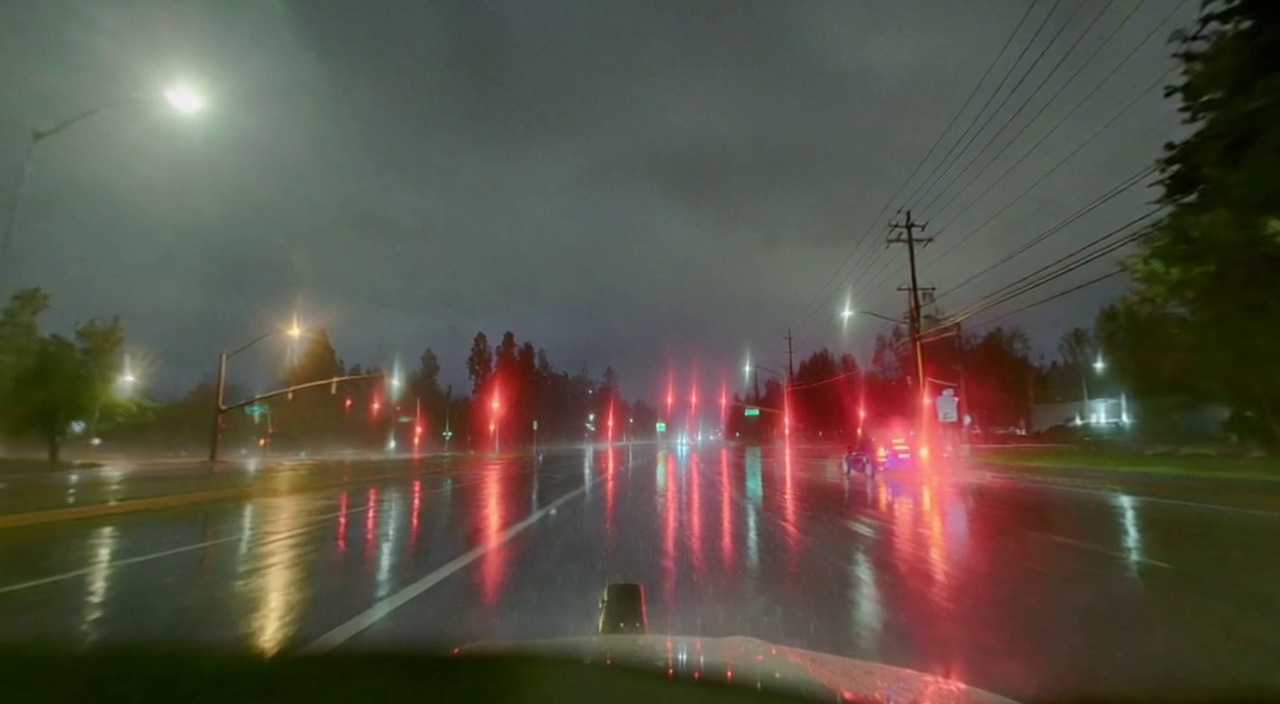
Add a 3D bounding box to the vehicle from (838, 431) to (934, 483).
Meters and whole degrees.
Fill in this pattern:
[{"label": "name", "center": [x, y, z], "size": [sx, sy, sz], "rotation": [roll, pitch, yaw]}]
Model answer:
[{"label": "vehicle", "center": [8.049, 3.463, 21.057], "size": [1.797, 1.544, 3.685], "rotation": [-1, -9, 2]}]
